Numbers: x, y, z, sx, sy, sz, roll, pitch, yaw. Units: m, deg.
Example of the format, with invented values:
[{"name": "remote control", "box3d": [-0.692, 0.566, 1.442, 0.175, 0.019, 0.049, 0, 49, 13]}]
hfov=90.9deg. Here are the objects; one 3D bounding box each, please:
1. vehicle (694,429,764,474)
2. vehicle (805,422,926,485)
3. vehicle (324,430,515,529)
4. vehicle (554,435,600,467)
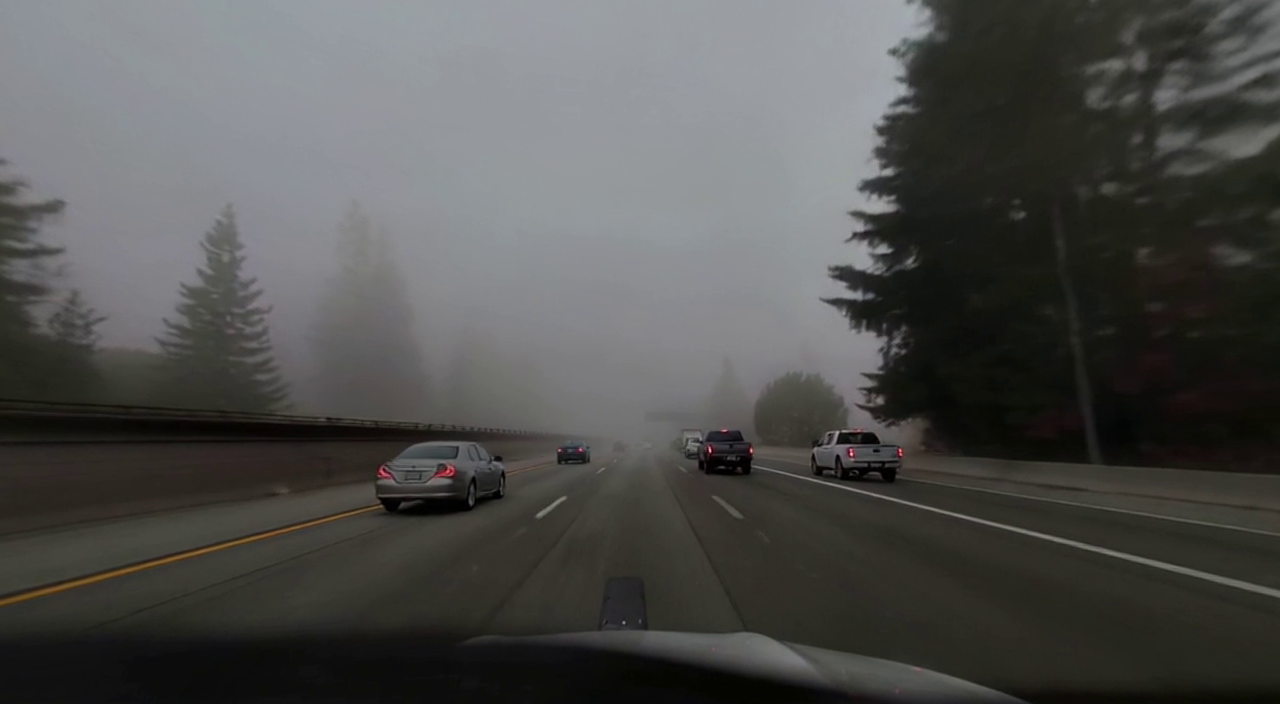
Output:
[{"name": "vehicle", "box3d": [4.137, 4.762, 30.427, 2.517, 1.935, 5.552, 0, -8, -1]}, {"name": "vehicle", "box3d": [7.908, 3.637, 22.903, 2.291, 1.968, 5.662, 0, -8, 0]}, {"name": "vehicle", "box3d": [-3.737, 2.231, 11.593, 1.978, 1.473, 4.073, 0, -8, 1]}, {"name": "vehicle", "box3d": [-3.371, 5.411, 34.489, 2.020, 1.628, 4.248, 0, -8, 1]}]
